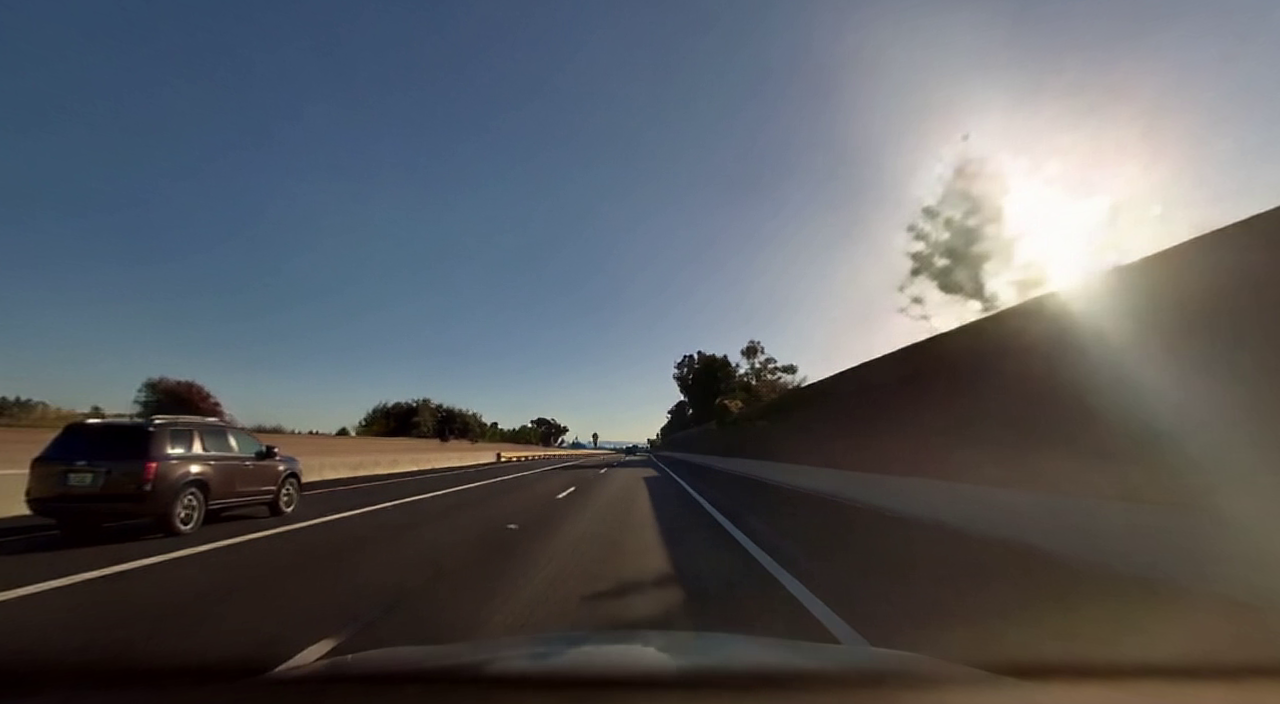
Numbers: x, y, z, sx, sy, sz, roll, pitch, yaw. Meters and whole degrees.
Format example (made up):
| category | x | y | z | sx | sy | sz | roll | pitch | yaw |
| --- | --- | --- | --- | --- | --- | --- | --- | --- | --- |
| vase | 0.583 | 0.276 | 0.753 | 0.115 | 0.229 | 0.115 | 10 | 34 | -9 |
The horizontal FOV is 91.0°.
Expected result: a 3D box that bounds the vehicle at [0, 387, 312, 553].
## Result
| category | x | y | z | sx | sy | sz | roll | pitch | yaw |
| --- | --- | --- | --- | --- | --- | --- | --- | --- | --- |
| vehicle | -7.666 | 1.755 | 9.990 | 2.163 | 1.947 | 4.959 | 0 | -9 | 0 |
